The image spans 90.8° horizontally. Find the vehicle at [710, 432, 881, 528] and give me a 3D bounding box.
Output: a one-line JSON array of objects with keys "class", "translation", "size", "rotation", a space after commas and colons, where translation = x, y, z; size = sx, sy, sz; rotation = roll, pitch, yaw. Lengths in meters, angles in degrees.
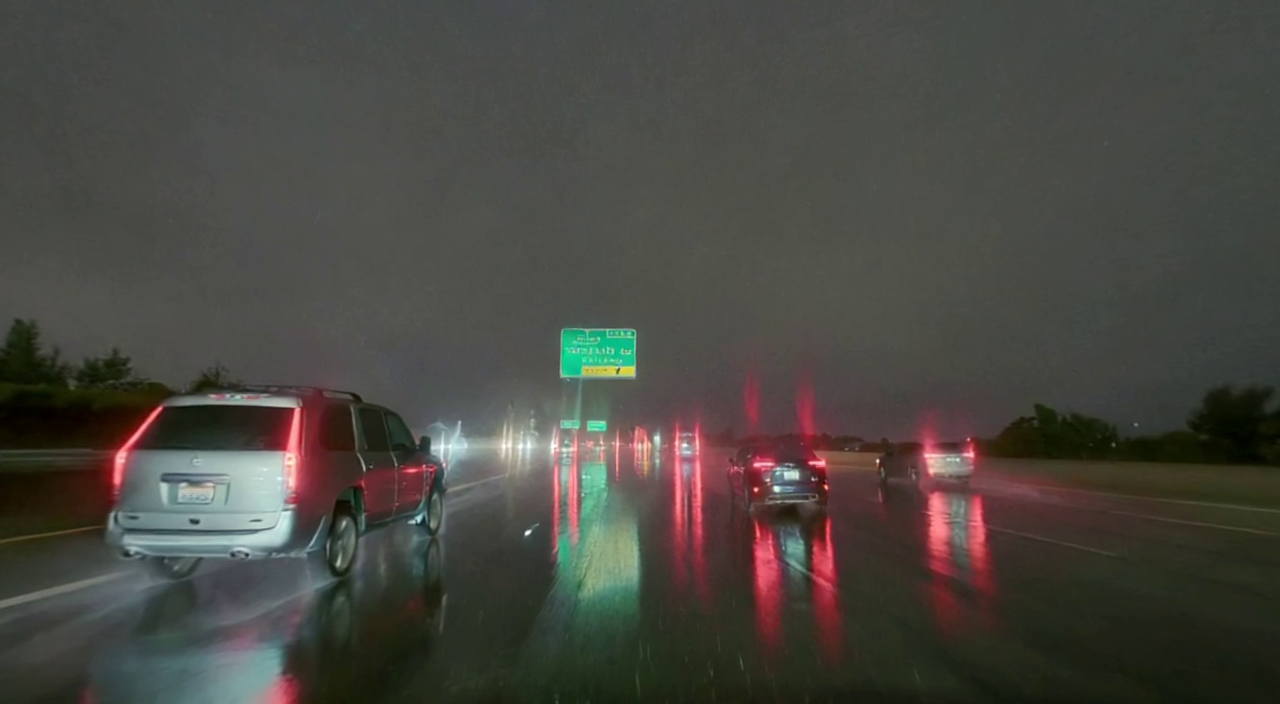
[{"class": "vehicle", "translation": [2.735, 2.364, 12.305], "size": [2.053, 1.510, 4.400], "rotation": [0, -9, -2]}]

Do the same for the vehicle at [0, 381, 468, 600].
[{"class": "vehicle", "translation": [-4.461, 1.595, 8.297], "size": [2.684, 1.839, 5.803], "rotation": [0, -9, 1]}]

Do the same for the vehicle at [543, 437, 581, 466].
[{"class": "vehicle", "translation": [-5.148, 6.658, 42.331], "size": [2.149, 1.843, 4.348], "rotation": [0, -9, -2]}]

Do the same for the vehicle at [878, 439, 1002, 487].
[{"class": "vehicle", "translation": [10.310, 3.844, 22.128], "size": [2.105, 1.496, 4.393], "rotation": [0, -9, -1]}]
